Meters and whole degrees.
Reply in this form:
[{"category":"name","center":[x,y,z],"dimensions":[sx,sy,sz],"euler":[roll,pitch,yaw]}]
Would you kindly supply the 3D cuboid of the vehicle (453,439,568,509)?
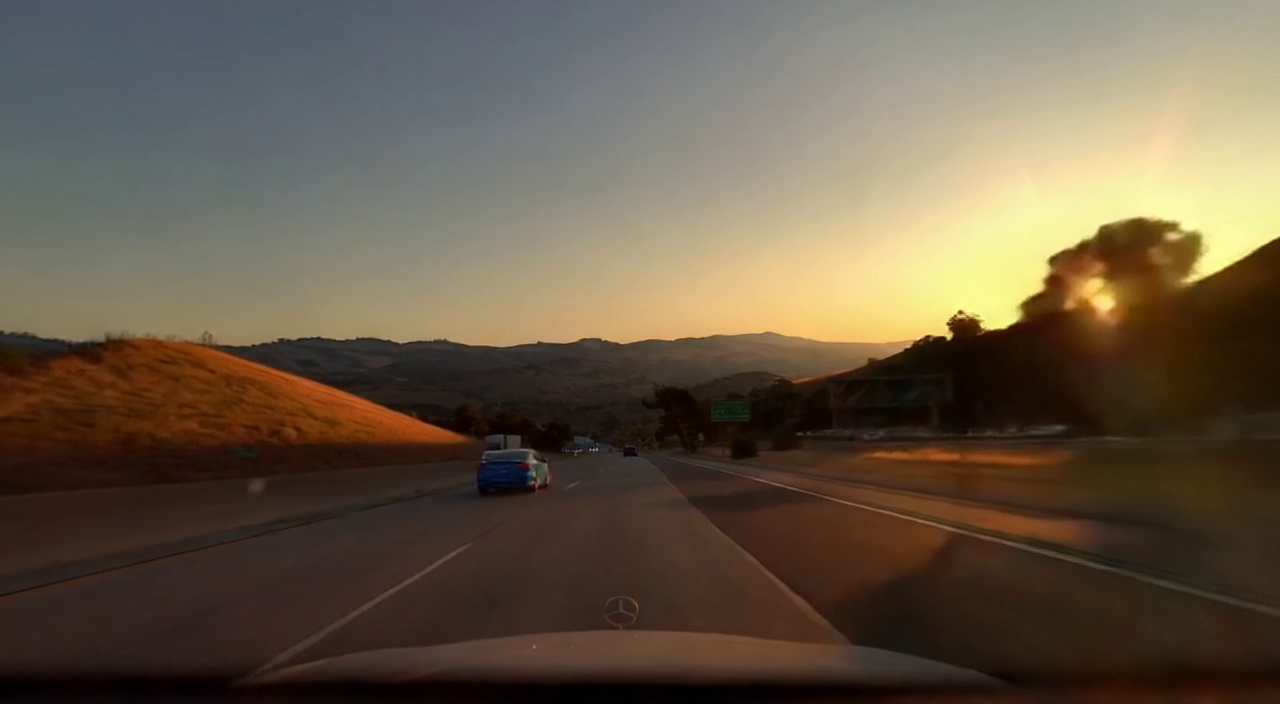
[{"category":"vehicle","center":[-3.254,3.169,16.826],"dimensions":[2.069,1.573,4.589],"euler":[0,-9,1]}]
